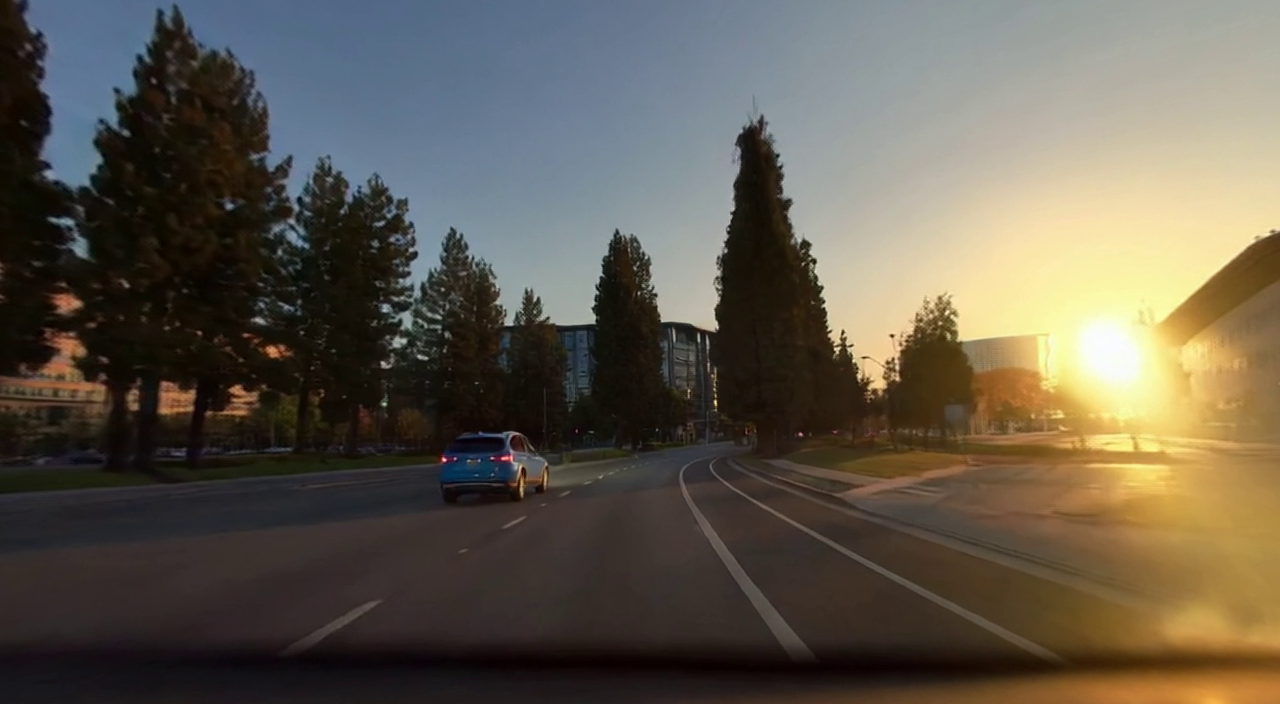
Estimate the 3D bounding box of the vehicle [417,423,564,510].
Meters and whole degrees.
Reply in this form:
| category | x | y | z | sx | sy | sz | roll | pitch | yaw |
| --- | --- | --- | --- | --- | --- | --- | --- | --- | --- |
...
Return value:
| category | x | y | z | sx | sy | sz | roll | pitch | yaw |
| --- | --- | --- | --- | --- | --- | --- | --- | --- | --- |
| vehicle | -3.248 | 2.607 | 14.826 | 2.121 | 1.724 | 4.392 | 0 | -9 | 3 |
